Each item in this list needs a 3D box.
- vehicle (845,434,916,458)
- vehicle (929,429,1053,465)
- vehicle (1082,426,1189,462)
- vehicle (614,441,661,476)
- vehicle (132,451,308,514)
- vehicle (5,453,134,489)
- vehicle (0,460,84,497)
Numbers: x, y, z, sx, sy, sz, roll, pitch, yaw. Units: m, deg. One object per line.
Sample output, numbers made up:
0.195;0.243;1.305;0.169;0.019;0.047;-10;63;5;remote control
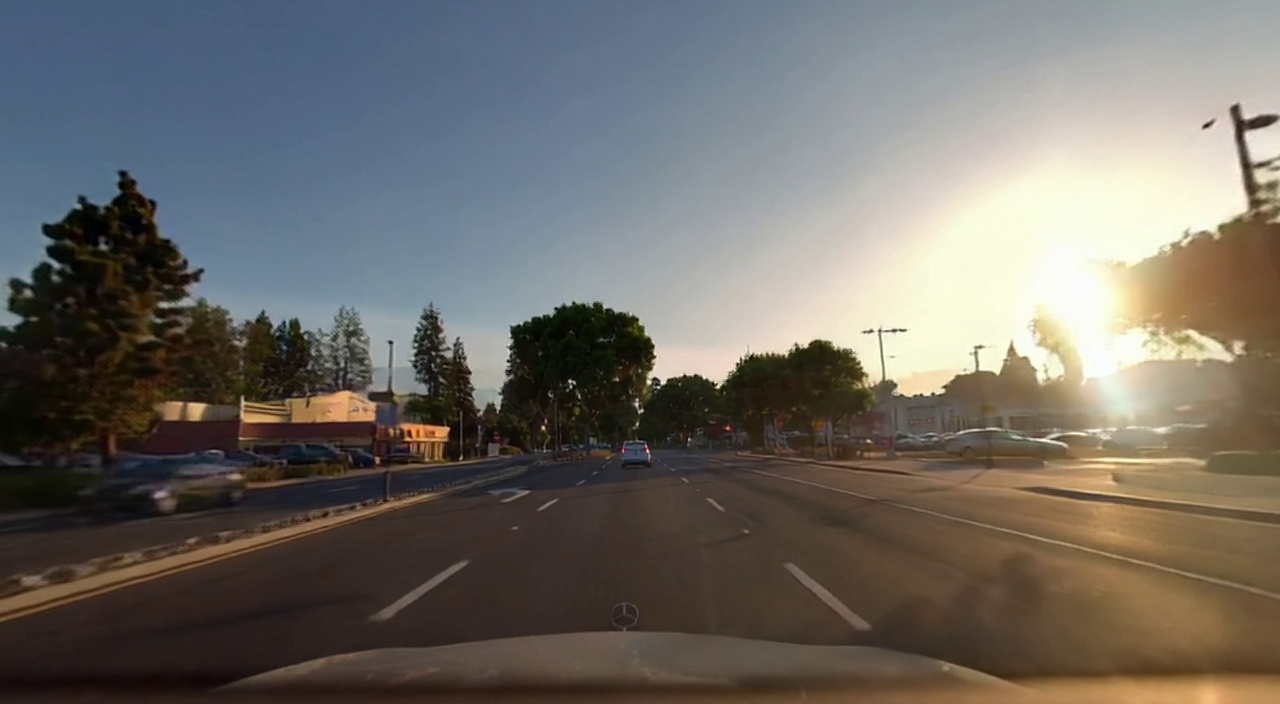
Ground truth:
17.030;6.702;44.711;4.224;1.614;2.028;0;-9;-1;vehicle
17.895;4.870;32.278;5.083;1.778;2.063;0;-9;0;vehicle
27.990;5.267;35.820;1.991;1.877;5.024;-1;-9;1;vehicle
-0.171;4.806;28.612;1.998;1.452;3.773;0;-8;-2;vehicle
-11.950;3.695;18.383;2.041;1.553;4.433;0;-8;0;vehicle
-27.222;5.673;30.148;4.294;1.643;1.948;-1;-8;2;vehicle
-27.002;5.368;26.793;4.660;1.446;1.870;0;-8;-4;vehicle
